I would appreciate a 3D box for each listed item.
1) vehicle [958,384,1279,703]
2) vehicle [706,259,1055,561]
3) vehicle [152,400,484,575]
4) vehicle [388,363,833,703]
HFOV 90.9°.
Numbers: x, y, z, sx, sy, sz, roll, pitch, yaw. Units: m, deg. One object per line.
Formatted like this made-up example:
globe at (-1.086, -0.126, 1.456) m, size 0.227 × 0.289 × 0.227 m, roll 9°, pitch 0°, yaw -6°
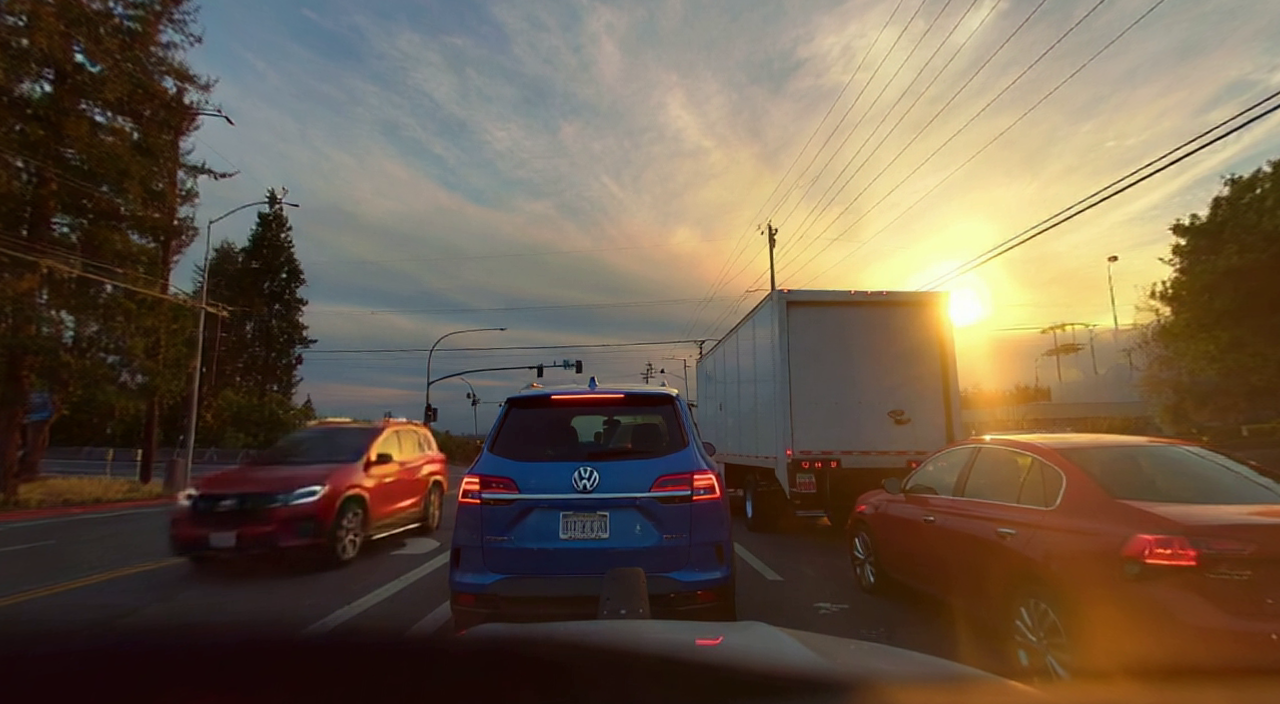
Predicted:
vehicle at (2.820, 0.747, 1.195) m, size 1.971 × 1.484 × 4.728 m, roll 0°, pitch -8°, yaw 0°
vehicle at (3.236, 1.267, 11.827) m, size 2.915 × 3.559 × 8.848 m, roll 0°, pitch -8°, yaw -1°
vehicle at (-4.071, 1.827, 9.373) m, size 2.119 × 1.835 × 5.261 m, roll 0°, pitch -8°, yaw 0°
vehicle at (-0.140, 1.228, 5.196) m, size 2.114 × 1.732 × 4.230 m, roll 0°, pitch -8°, yaw 0°
